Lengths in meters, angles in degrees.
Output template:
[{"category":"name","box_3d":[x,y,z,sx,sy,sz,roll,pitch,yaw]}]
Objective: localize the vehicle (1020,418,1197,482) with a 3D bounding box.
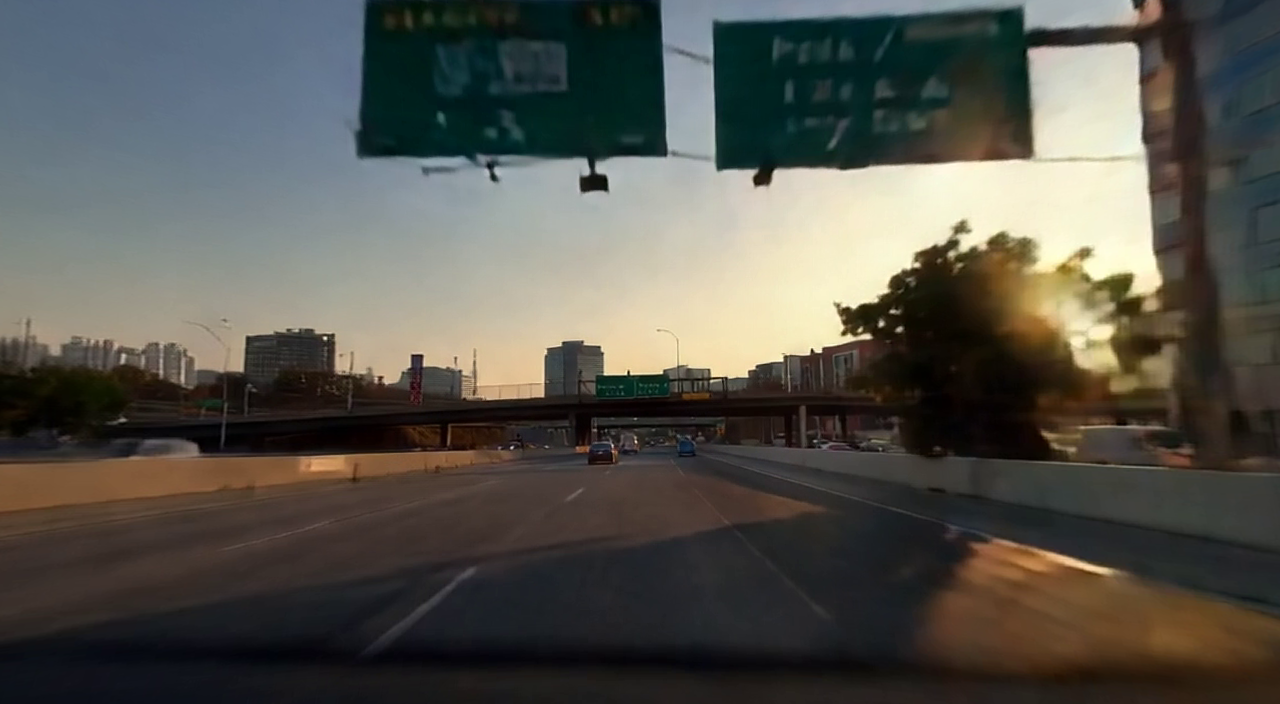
[{"category":"vehicle","box_3d":[17.837,3.782,24.629,2.367,2.187,5.862,0,-8,0]}]

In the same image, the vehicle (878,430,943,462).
[{"category":"vehicle","box_3d":[18.530,6.495,43.580,2.229,2.050,5.602,-1,-8,3]}]

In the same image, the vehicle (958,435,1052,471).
[{"category":"vehicle","box_3d":[18.160,5.056,31.774,1.889,1.648,5.173,-1,-8,3]}]

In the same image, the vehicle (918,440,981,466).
[{"category":"vehicle","box_3d":[18.425,6.043,37.855,1.712,1.448,4.346,-1,-8,3]}]

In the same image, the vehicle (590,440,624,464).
[{"category":"vehicle","box_3d":[-2.168,6.745,42.867,1.982,1.516,4.327,0,-8,1]}]
